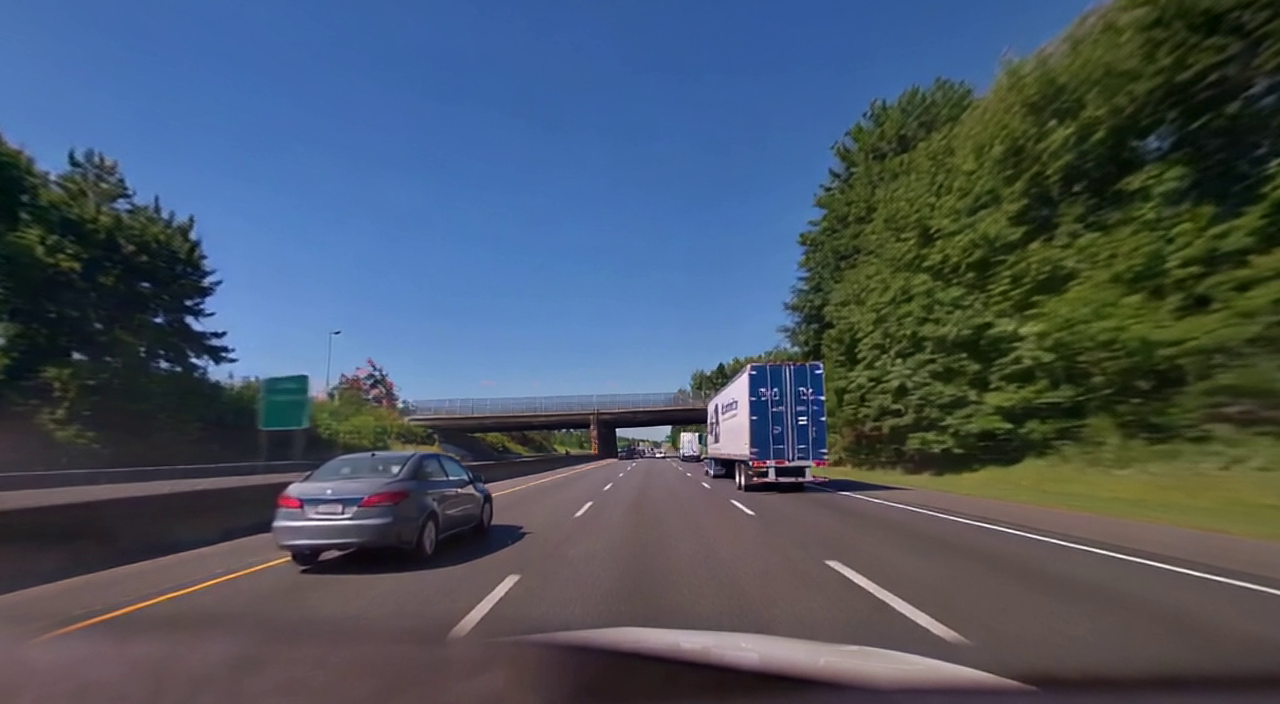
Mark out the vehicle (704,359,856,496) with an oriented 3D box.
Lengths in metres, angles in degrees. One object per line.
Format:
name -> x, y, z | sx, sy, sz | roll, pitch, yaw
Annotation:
vehicle -> 4.716, 3.211, 25.012 | 2.858, 3.952, 13.731 | 0, -9, 0

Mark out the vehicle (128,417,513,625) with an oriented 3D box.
vehicle -> -2.905, 1.641, 7.093 | 1.960, 1.579, 4.384 | 0, -9, 1
